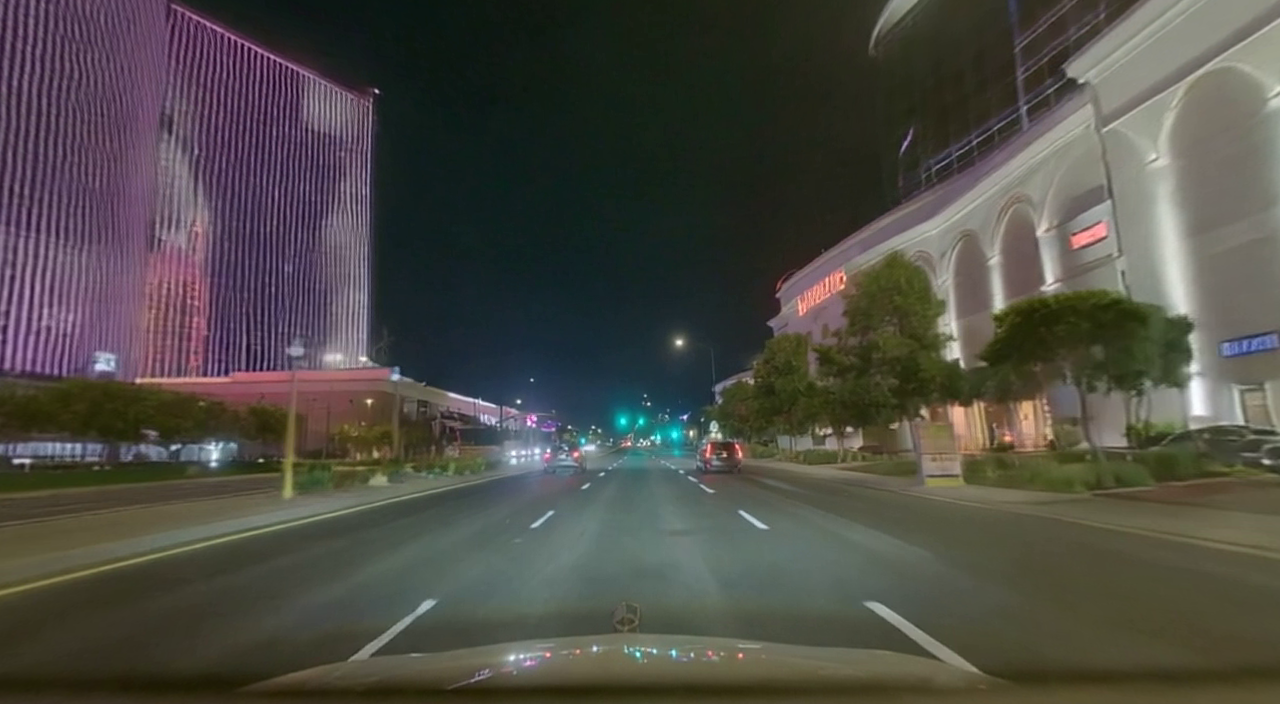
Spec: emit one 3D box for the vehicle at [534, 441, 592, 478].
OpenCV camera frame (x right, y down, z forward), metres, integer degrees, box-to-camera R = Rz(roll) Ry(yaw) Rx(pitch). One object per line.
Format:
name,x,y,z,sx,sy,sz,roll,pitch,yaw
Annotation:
vehicle,-3.293,4.673,27.752,2.005,1.477,4.169,0,-8,0

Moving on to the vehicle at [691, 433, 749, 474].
vehicle,3.643,4.736,29.558,2.083,1.743,4.354,0,-8,-1
